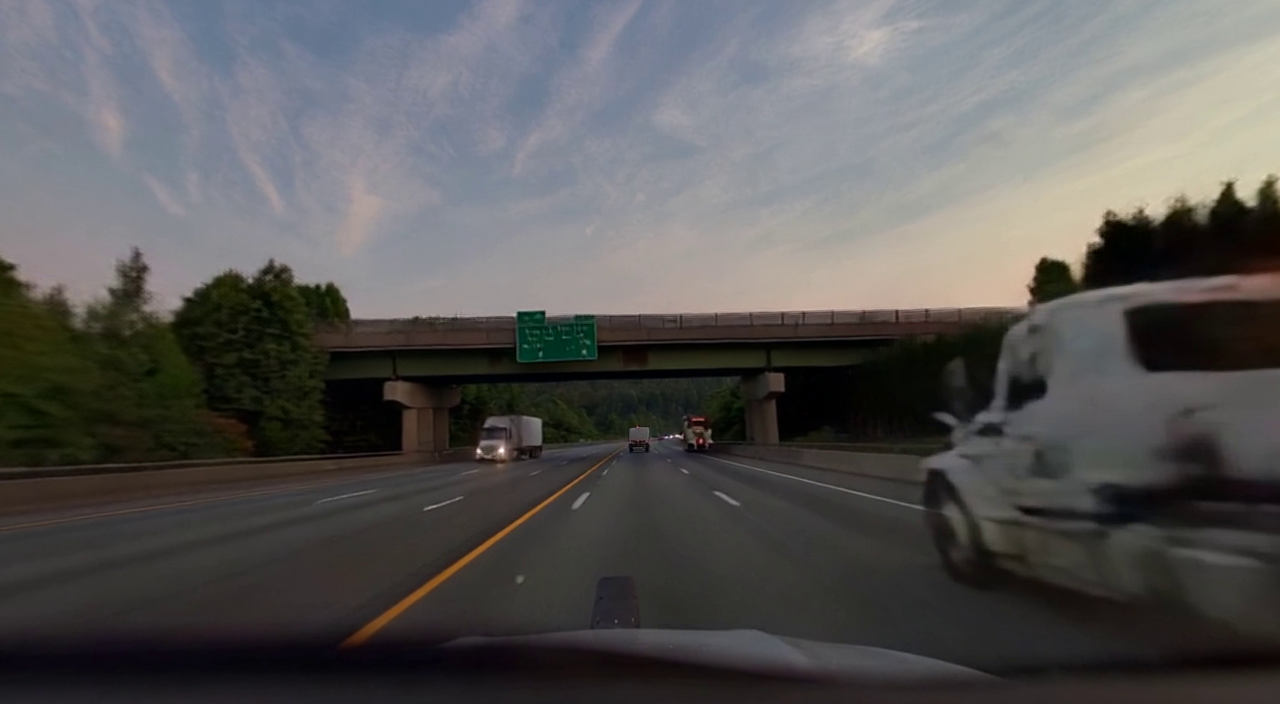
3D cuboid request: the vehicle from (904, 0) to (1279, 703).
[{"bbox_3d":[4.400,-0.138,2.146,3.017,3.341,8.519,-4,-7,-1],"label":"vehicle"}]
